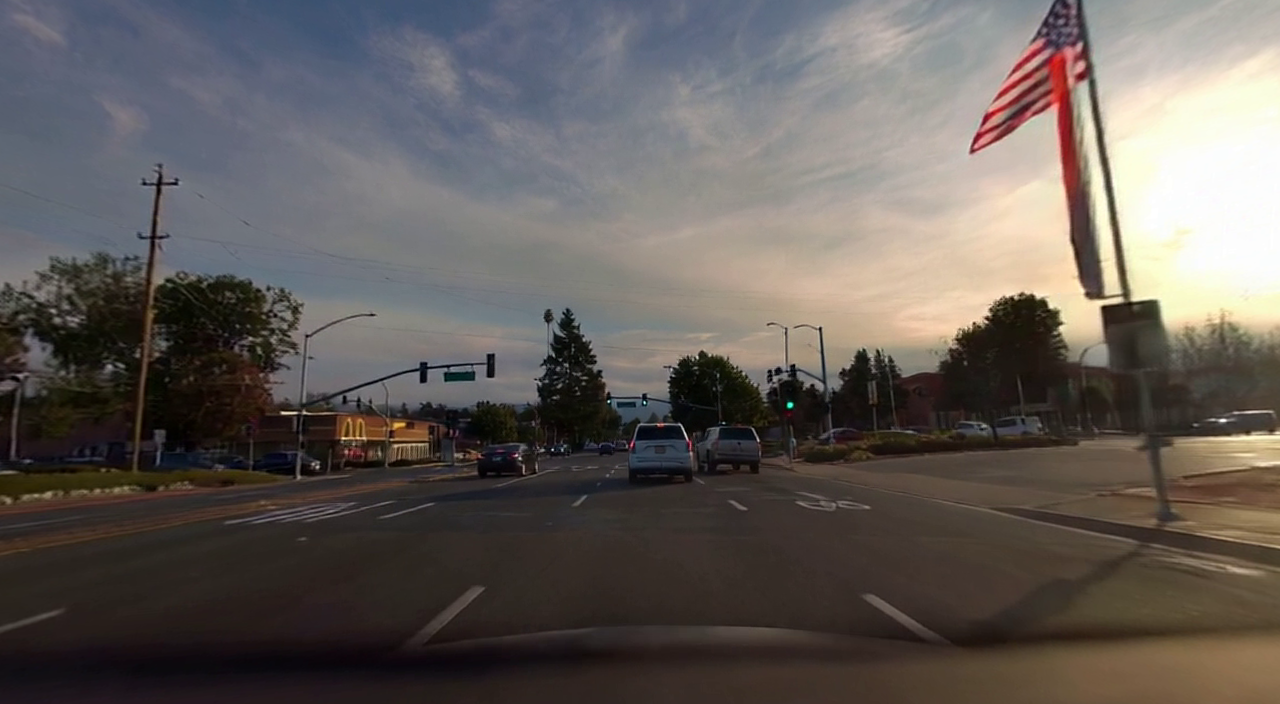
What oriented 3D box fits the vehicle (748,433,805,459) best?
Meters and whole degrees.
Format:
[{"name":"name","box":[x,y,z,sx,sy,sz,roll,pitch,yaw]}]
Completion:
[{"name":"vehicle","box":[9.981,6.812,45.921,2.228,1.760,4.386,-7,-11,40]}]

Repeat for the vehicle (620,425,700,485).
[{"name":"vehicle","box":[0.621,3.600,22.327,2.513,1.854,5.235,0,-8,0]}]

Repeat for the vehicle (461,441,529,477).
[{"name":"vehicle","box":[-6.454,4.796,28.583,1.966,1.461,4.422,0,-8,1]}]

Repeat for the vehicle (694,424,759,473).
[{"name":"vehicle","box":[4.041,4.671,30.629,2.452,2.148,5.877,0,-8,1]}]

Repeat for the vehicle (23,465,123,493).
[{"name":"vehicle","box":[-34.073,7.600,38.067,1.819,1.433,4.403,0,-8,2]}]
